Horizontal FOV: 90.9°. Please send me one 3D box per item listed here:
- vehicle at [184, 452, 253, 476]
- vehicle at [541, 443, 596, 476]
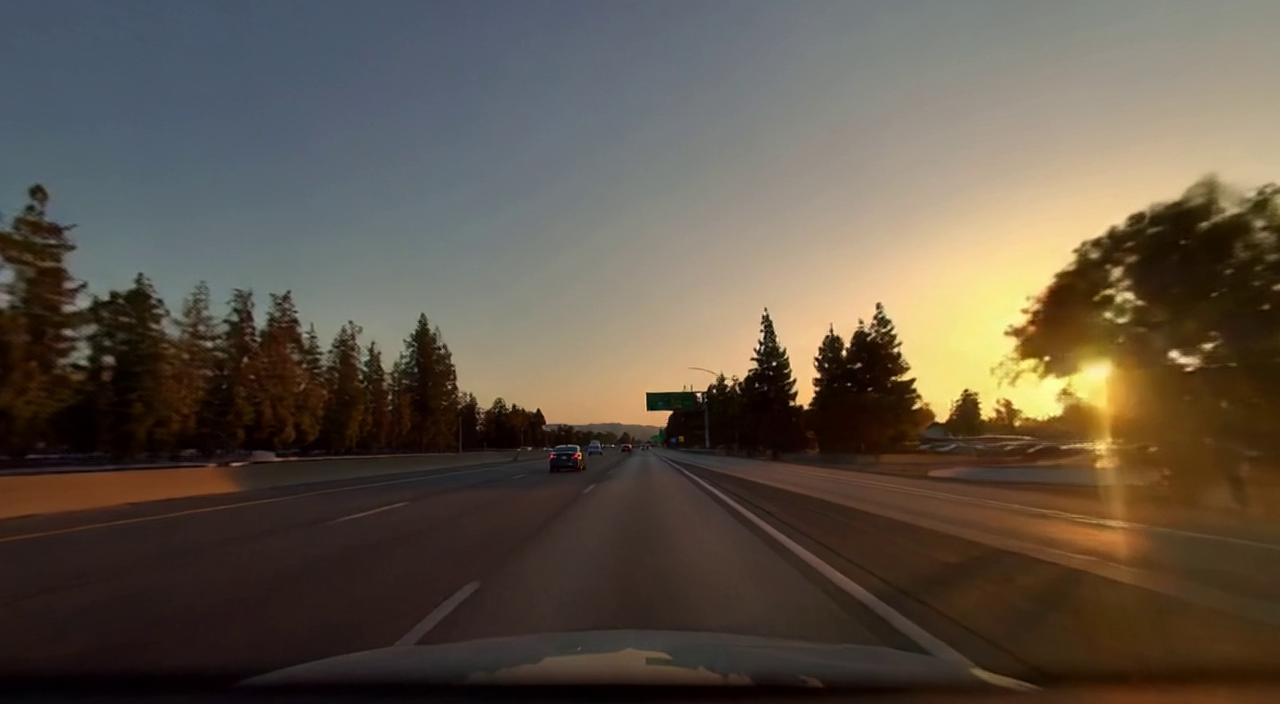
[{"bbox_3d":[-27.891,7.392,41.894,1.723,1.434,4.095,0,-9,0],"label":"vehicle"},{"bbox_3d":[-3.359,5.171,30.522,2.128,1.450,4.078,0,-9,1],"label":"vehicle"}]
